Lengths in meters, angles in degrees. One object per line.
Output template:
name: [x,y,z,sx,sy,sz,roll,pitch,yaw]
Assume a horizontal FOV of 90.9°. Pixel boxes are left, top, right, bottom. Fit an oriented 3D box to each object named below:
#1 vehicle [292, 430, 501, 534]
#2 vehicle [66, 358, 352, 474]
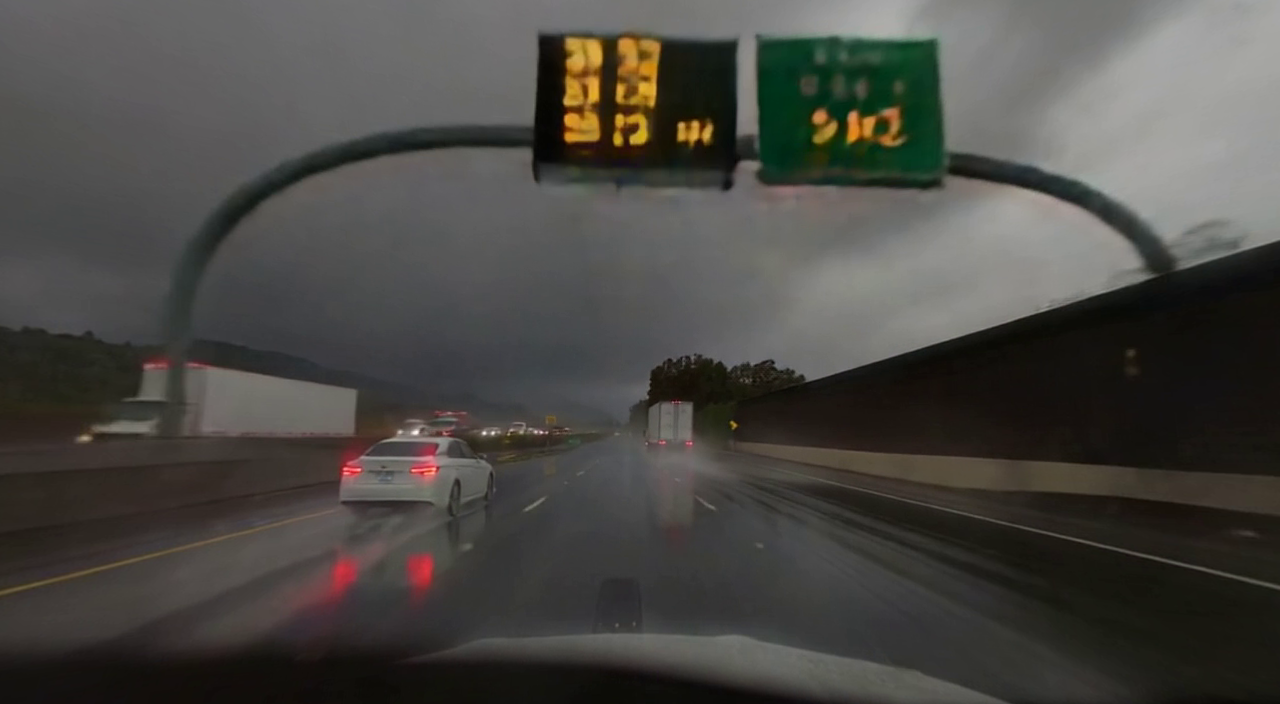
vehicle: [-3.914,2.129,11.098,1.971,1.444,4.401,0,-8,-1]
vehicle: [-20.296,3.581,32.660,2.959,4.394,17.543,0,-8,-1]
